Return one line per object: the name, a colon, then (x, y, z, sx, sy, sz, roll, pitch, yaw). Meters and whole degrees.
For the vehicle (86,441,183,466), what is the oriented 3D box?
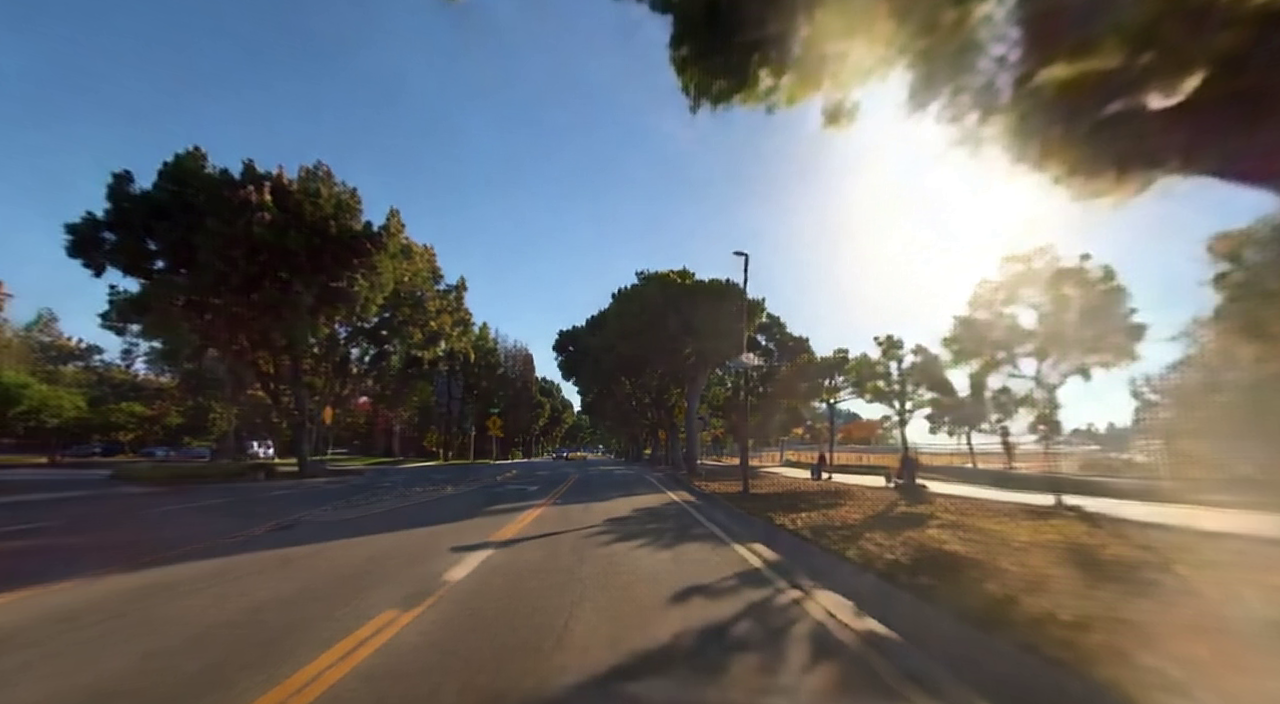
vehicle: (-32.130, 6.457, 40.257, 4.534, 1.488, 1.930, -1, -9, 2)

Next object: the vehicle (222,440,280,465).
vehicle: (-29.962, 7.739, 48.837, 1.922, 1.805, 4.208, 0, -9, -3)
